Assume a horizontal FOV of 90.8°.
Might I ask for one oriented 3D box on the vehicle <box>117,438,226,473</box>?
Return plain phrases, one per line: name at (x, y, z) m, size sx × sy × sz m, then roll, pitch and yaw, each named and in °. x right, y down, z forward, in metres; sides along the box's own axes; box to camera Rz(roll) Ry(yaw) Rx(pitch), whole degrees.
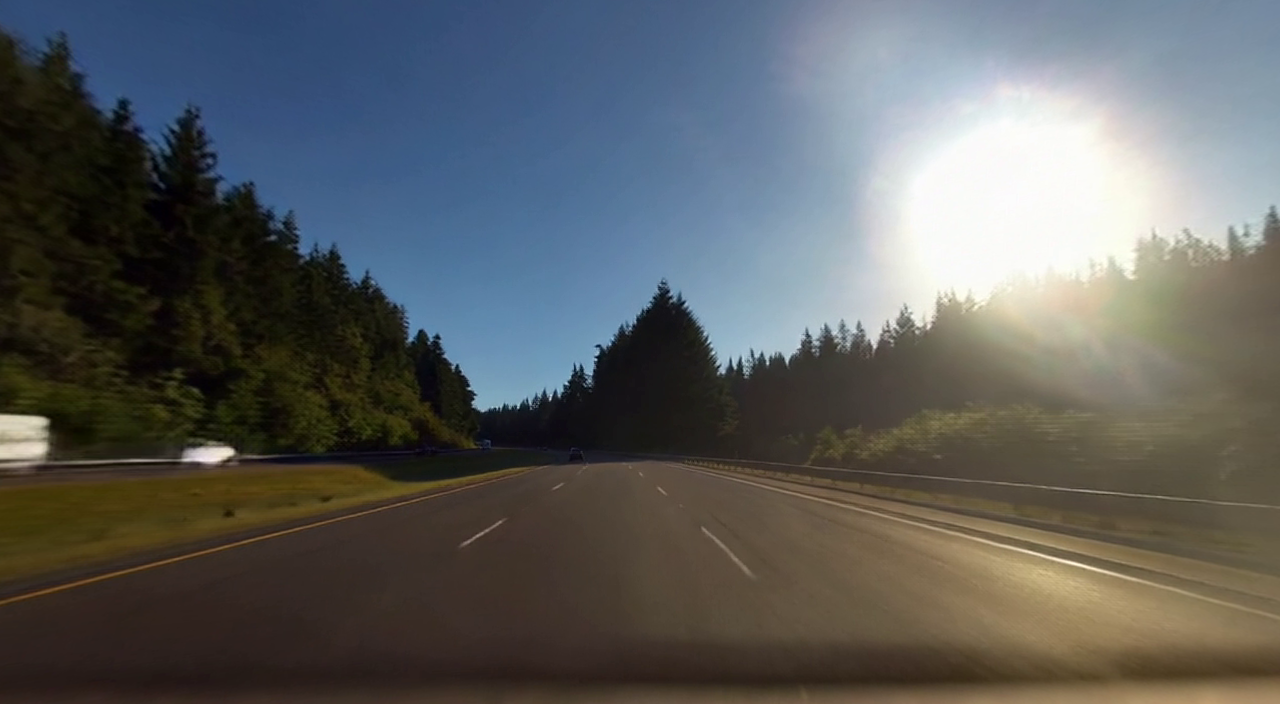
vehicle at (-20.798, 4.626, 28.260) m, size 1.859 × 1.461 × 4.033 m, roll 0°, pitch -9°, yaw -2°
